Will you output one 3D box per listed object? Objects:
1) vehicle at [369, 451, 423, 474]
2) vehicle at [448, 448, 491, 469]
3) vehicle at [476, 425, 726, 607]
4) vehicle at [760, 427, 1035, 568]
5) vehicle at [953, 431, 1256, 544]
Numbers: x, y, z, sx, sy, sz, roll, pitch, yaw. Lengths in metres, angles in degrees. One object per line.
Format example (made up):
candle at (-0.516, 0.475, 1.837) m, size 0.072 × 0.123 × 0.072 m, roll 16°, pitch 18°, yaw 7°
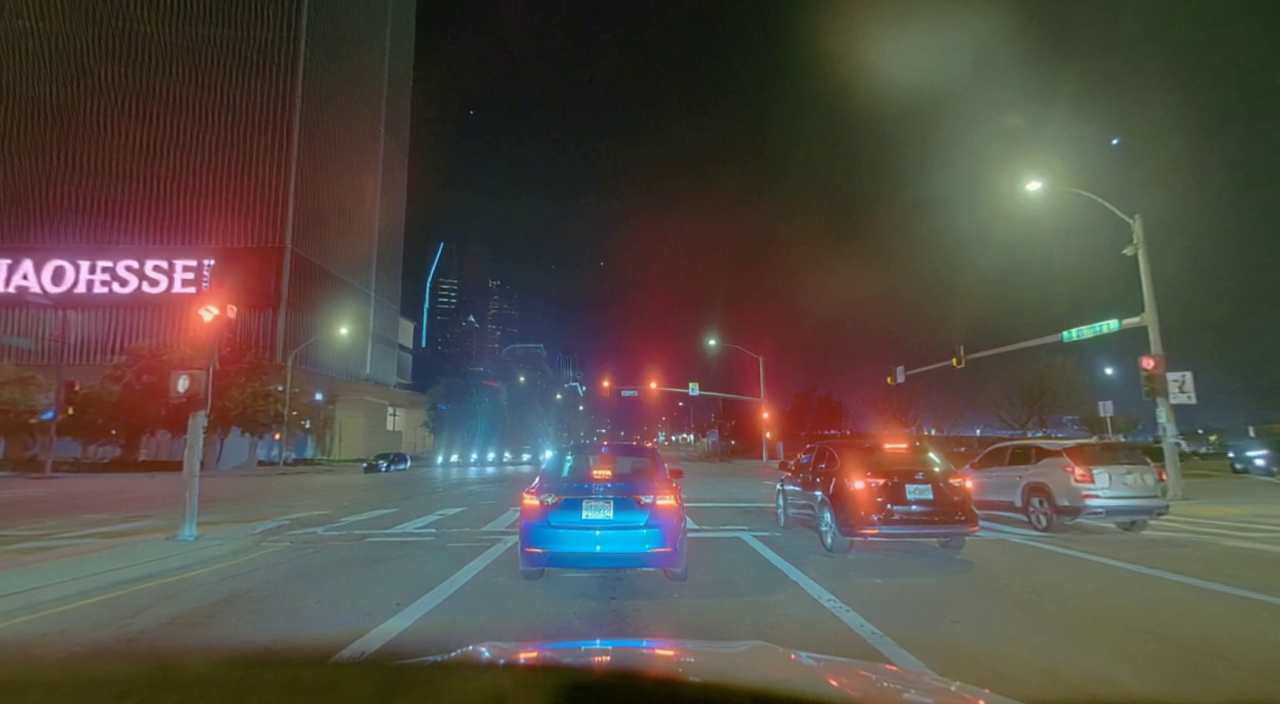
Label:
vehicle at (-16.994, 7.702, 44.141) m, size 2.048 × 1.463 × 4.530 m, roll 0°, pitch -8°, yaw -1°
vehicle at (-13.082, 8.199, 48.729) m, size 2.049 × 1.483 × 4.407 m, roll 0°, pitch -8°, yaw 1°
vehicle at (-0.371, 1.655, 7.290) m, size 2.059 × 1.477 × 3.988 m, roll 0°, pitch -8°, yaw -1°
vehicle at (3.212, 1.890, 8.973) m, size 2.042 × 1.508 × 4.109 m, roll 0°, pitch -8°, yaw -2°
vehicle at (7.440, 2.167, 10.791) m, size 1.908 × 1.517 × 4.182 m, roll 0°, pitch -8°, yaw -1°
